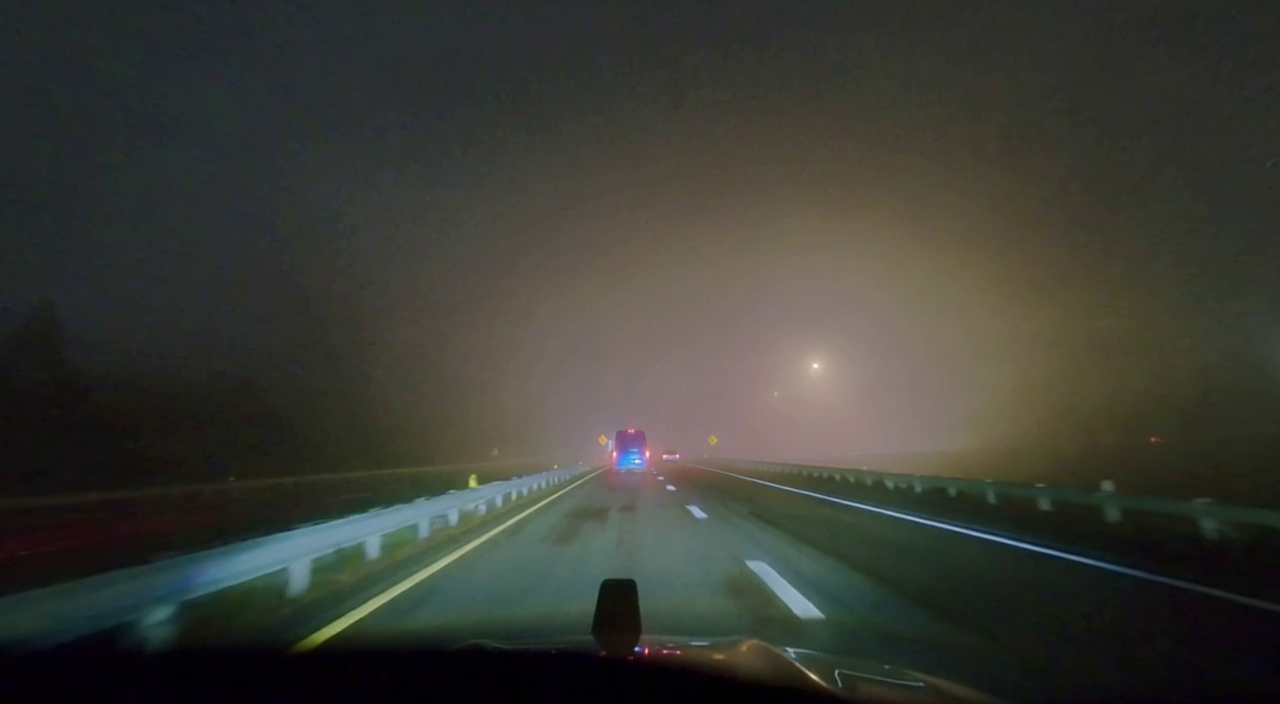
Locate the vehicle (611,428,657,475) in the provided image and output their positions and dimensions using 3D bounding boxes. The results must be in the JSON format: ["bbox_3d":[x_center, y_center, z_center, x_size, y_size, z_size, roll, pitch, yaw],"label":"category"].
[{"bbox_3d":[-0.351,5.998,37.806,2.560,2.598,5.581,0,-9,-1],"label":"vehicle"}]
